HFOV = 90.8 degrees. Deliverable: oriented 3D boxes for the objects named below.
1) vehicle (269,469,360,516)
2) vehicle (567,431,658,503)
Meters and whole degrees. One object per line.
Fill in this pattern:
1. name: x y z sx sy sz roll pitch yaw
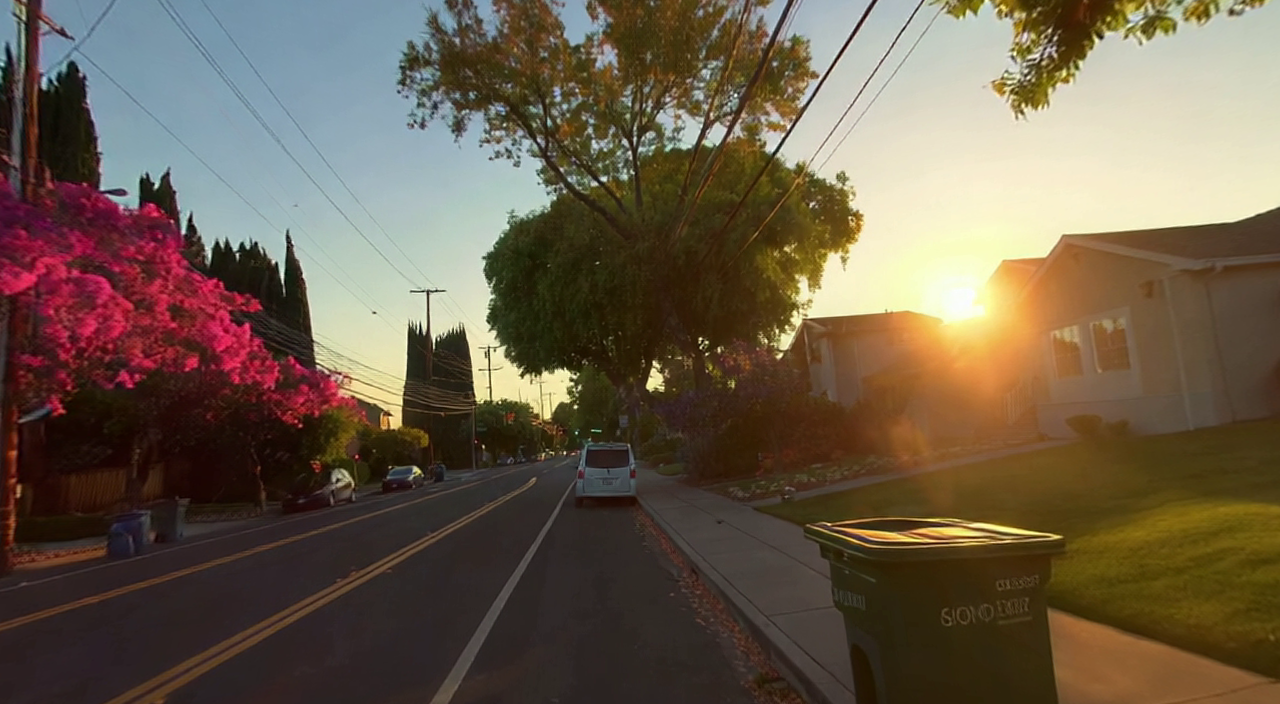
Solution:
1. vehicle: -13.761 5.920 26.990 1.982 1.660 4.142 1 -8 -6
2. vehicle: -0.823 3.079 17.383 2.190 1.708 4.115 0 -8 -4
